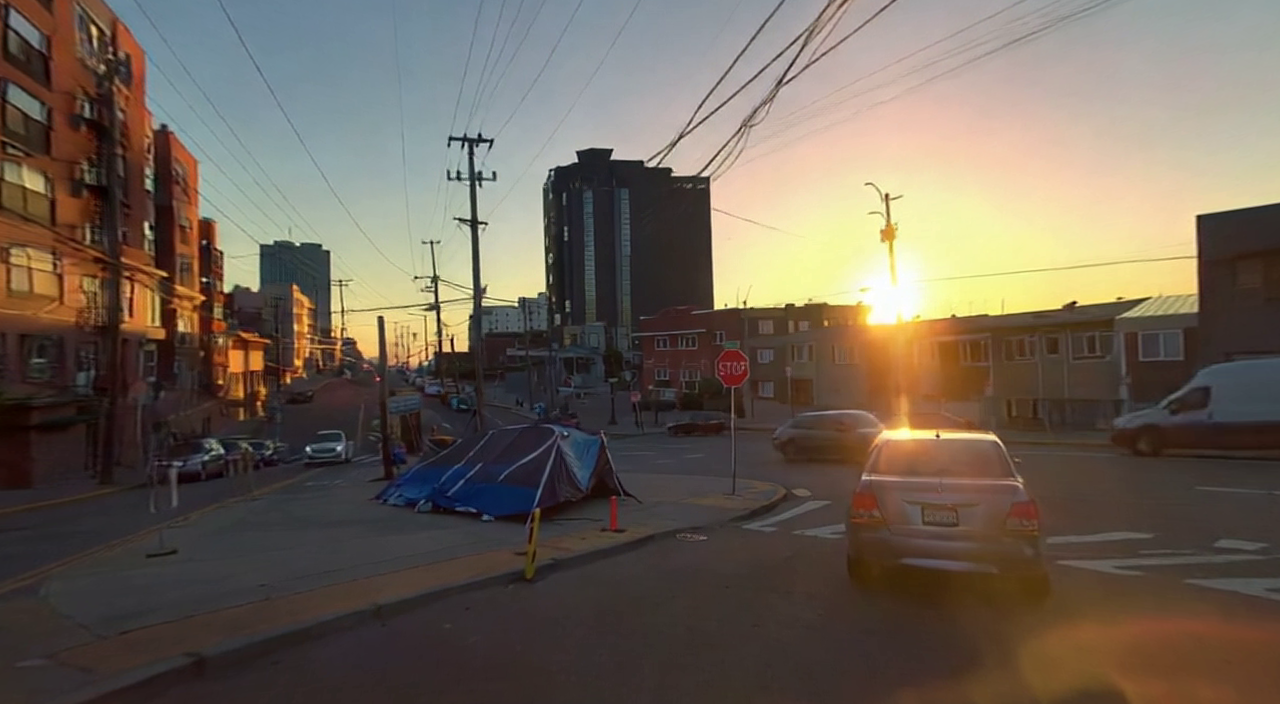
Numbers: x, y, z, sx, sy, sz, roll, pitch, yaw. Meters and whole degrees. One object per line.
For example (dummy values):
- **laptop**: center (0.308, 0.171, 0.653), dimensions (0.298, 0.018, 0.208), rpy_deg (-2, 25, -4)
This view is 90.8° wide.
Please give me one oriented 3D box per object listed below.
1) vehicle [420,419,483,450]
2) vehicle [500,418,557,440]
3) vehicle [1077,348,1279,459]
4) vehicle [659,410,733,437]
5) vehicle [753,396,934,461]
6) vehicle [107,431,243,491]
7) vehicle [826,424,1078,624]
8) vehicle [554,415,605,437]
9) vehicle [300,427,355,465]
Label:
- **vehicle**: center (-11.029, 4.839, 36.760), dimensions (1.870, 1.724, 4.320), rpy_deg (7, -11, -40)
- **vehicle**: center (-8.180, 5.653, 46.140), dimensions (2.089, 1.506, 4.641), rpy_deg (6, -11, -38)
- **vehicle**: center (17.977, 1.661, 19.159), dimensions (2.584, 3.075, 7.172), rpy_deg (8, -12, -44)
- **vehicle**: center (3.297, 4.344, 37.869), dimensions (1.790, 1.468, 4.422), rpy_deg (7, -11, -39)
- **vehicle**: center (6.915, 2.694, 22.020), dimensions (2.152, 1.970, 5.506), rpy_deg (3, -8, -44)
- **vehicle**: center (-15.867, 3.729, 21.967), dimensions (2.054, 1.800, 5.212), rpy_deg (2, -9, -17)
- **vehicle**: center (3.943, 1.767, 7.581), dimensions (1.945, 1.647, 4.160), rpy_deg (-6, -10, 35)
- **vehicle**: center (-4.578, 5.598, 47.396), dimensions (1.768, 1.492, 4.090), rpy_deg (7, -11, -40)
- **vehicle**: center (-15.509, 4.658, 31.520), dimensions (1.987, 1.686, 3.971), rpy_deg (1, -8, -19)
